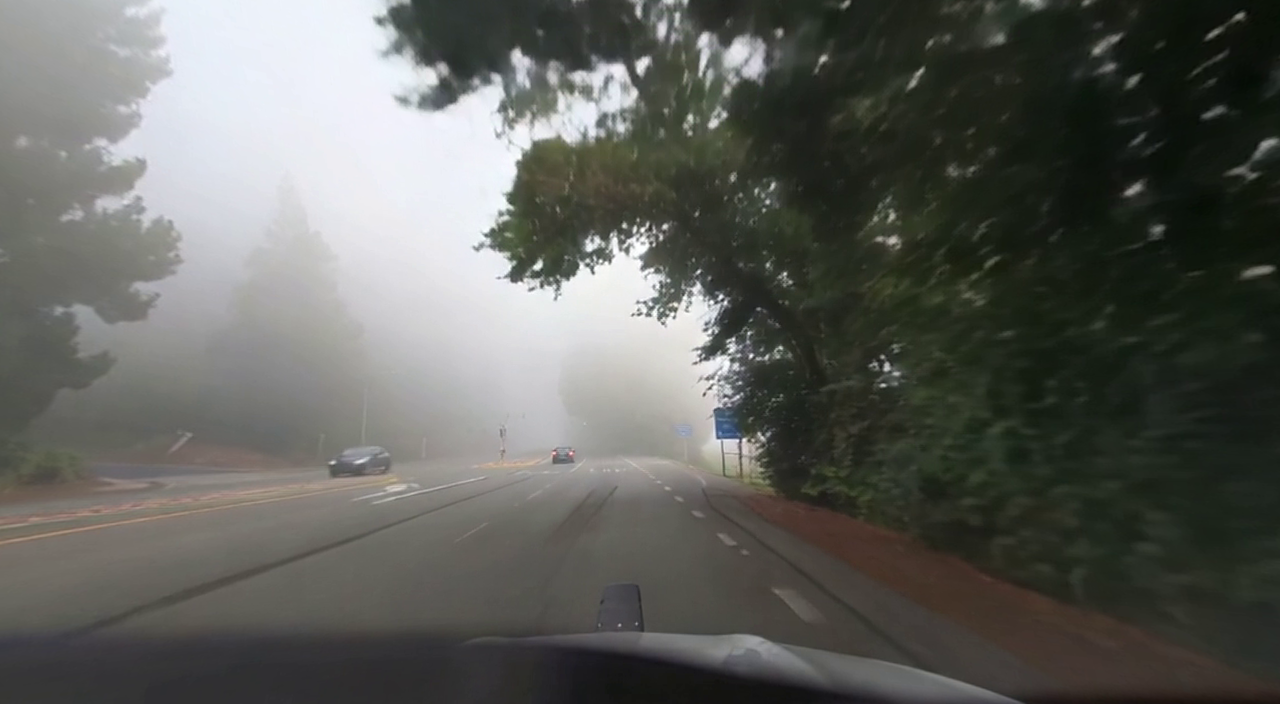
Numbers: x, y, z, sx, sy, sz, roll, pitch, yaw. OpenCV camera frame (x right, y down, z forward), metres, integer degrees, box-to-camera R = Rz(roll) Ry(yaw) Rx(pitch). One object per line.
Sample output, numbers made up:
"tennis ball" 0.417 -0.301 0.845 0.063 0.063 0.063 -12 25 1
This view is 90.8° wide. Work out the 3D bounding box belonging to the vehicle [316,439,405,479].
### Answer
"vehicle" -14.231 5.452 32.600 2.277 1.857 5.330 0 -8 -2
